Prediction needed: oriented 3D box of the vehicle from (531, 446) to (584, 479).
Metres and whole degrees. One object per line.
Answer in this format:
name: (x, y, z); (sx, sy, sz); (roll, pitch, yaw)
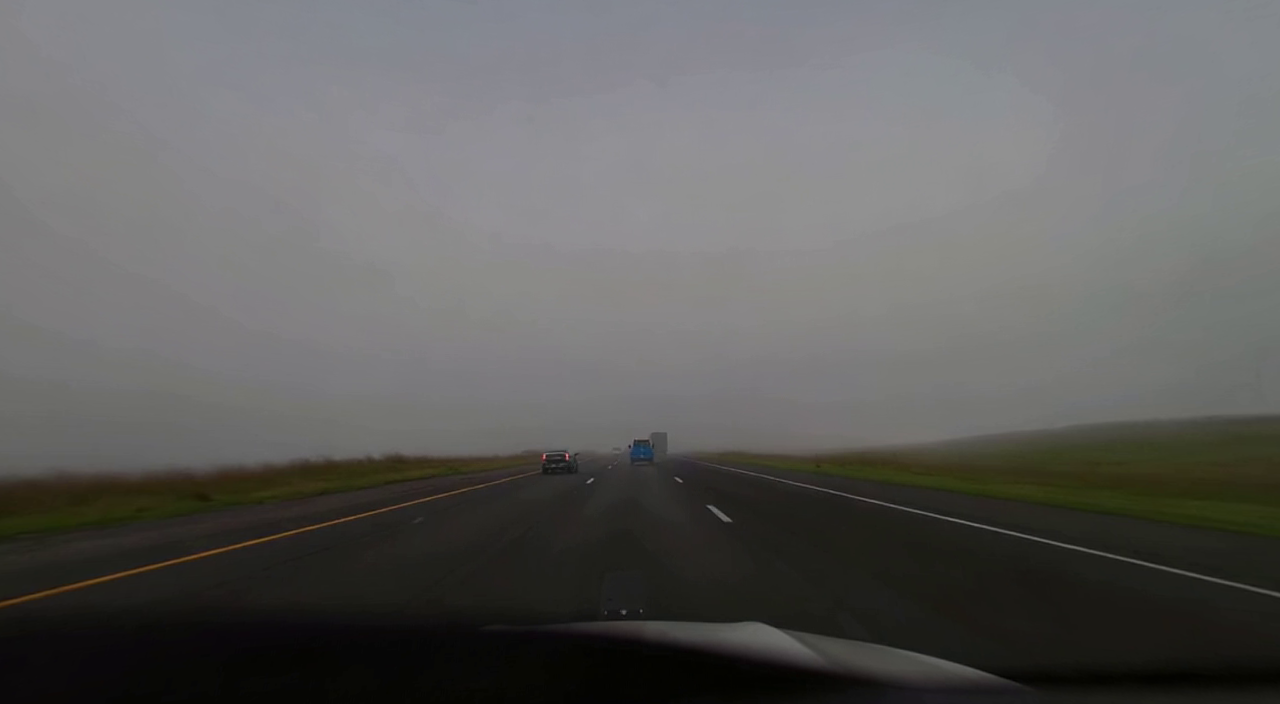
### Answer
vehicle: (-3.922, 5.330, 30.673); (1.984, 1.491, 4.341); (0, -9, 0)

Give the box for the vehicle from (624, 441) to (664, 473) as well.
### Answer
vehicle: (0.216, 5.938, 35.652); (2.083, 1.689, 4.083); (0, -9, 0)
